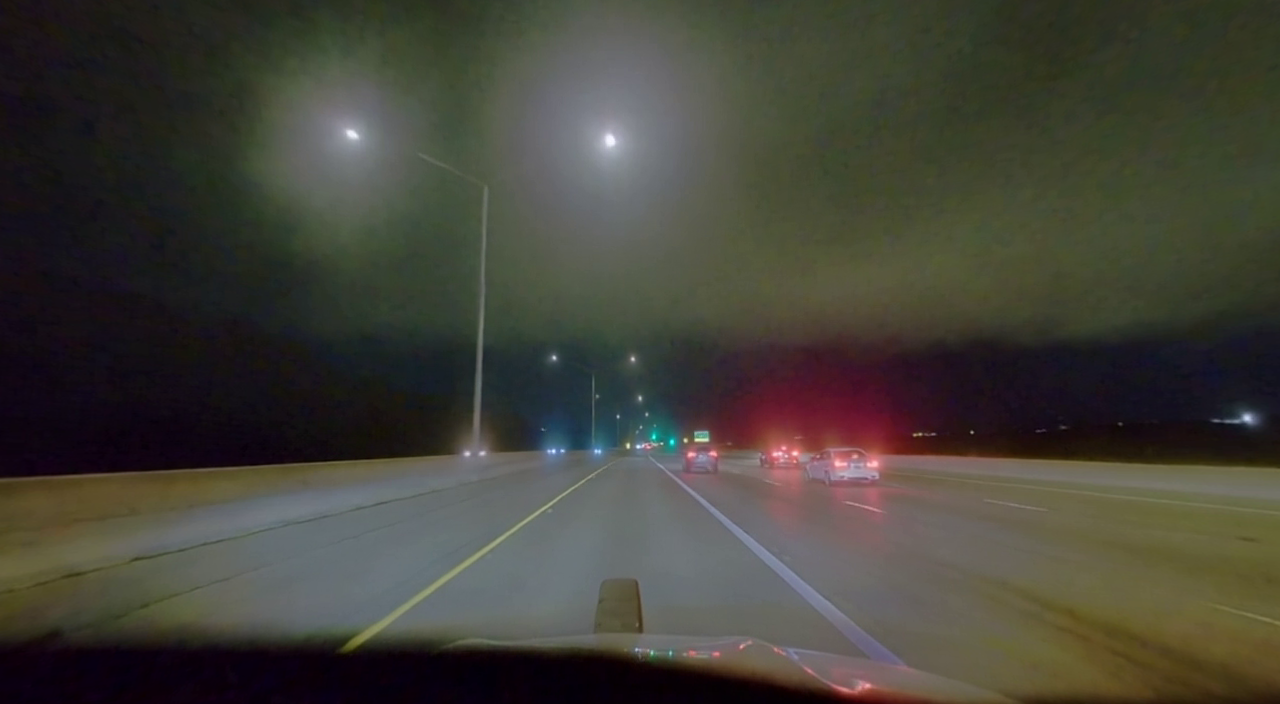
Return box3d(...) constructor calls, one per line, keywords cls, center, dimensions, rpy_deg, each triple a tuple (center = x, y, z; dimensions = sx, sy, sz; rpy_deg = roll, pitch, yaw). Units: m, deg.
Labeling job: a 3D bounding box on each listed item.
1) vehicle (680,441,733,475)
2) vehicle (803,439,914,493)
box3d(cls="vehicle", center=(3.229, 5.241, 31.454), dimensions=(2.056, 1.553, 4.320), rpy_deg=(0, -9, -2))
box3d(cls="vehicle", center=(6.788, 3.562, 20.114), dimensions=(2.038, 1.528, 3.910), rpy_deg=(0, -9, -1))
